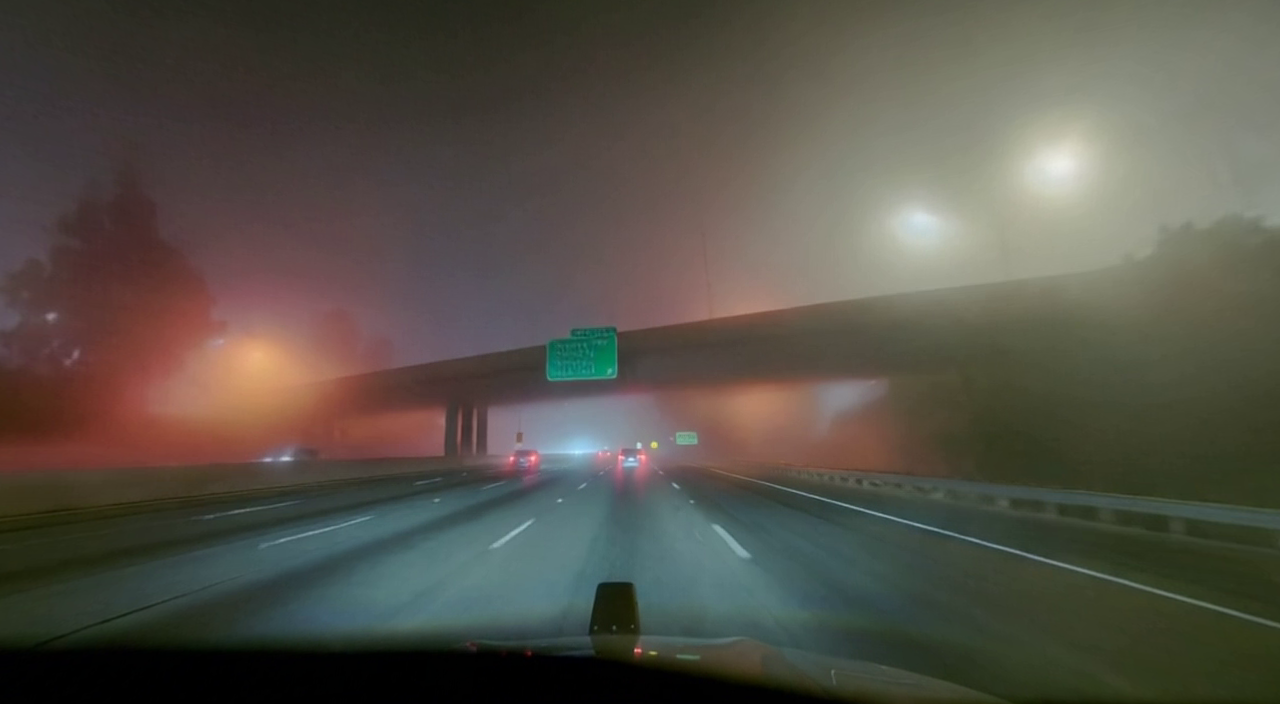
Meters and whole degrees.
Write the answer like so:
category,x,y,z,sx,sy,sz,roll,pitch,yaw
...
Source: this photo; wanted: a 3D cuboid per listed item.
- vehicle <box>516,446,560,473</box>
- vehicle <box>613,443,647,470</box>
category,x,y,z,sx,sy,sz,roll,pitch,yaw
vehicle,-6.140,6.516,38.582,1.997,1.507,4.248,0,-9,-1
vehicle,-0.622,6.707,40.686,2.109,1.638,3.856,0,-9,-1
